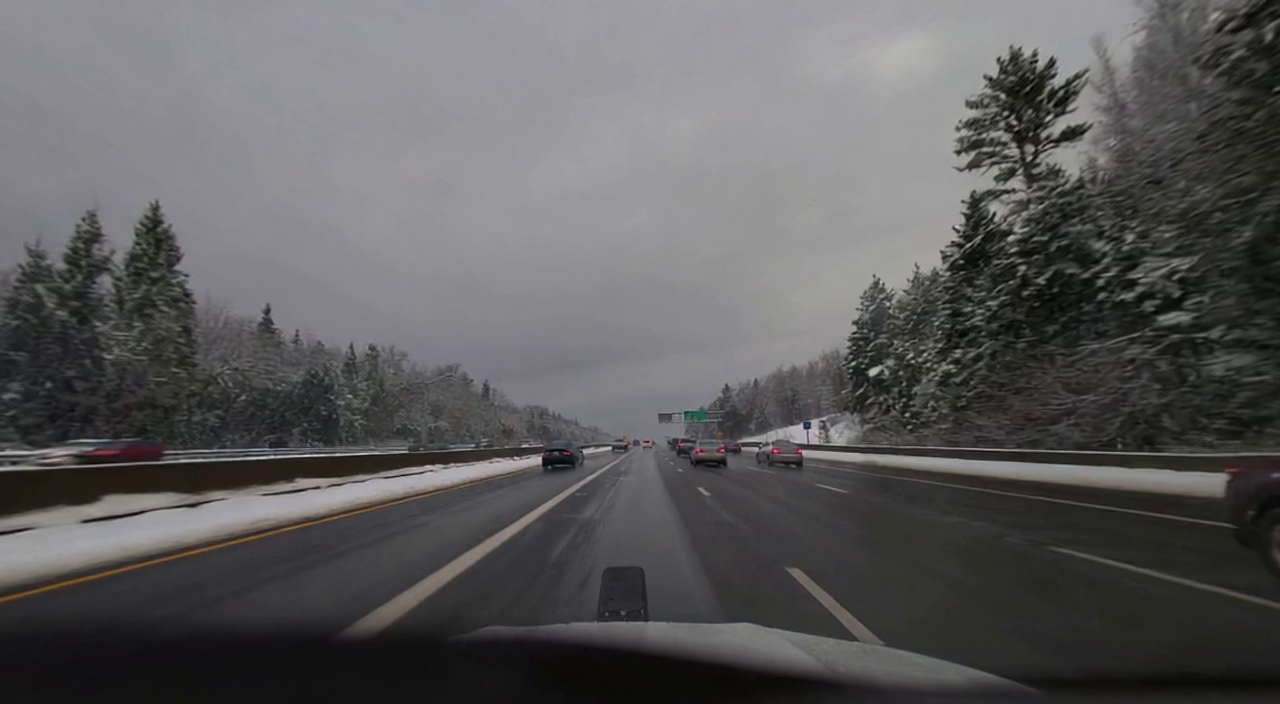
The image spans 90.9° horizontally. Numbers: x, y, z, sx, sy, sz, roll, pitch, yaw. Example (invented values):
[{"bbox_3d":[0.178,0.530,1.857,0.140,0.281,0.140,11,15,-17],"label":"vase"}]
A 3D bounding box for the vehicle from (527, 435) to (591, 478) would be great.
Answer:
[{"bbox_3d":[-3.447,4.532,27.625,2.106,1.682,4.395,-1,-8,2],"label":"vehicle"}]

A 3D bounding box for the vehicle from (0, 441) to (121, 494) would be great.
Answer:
[{"bbox_3d":[-18.777,3.570,19.842,1.650,1.467,3.708,-1,-8,1],"label":"vehicle"}]

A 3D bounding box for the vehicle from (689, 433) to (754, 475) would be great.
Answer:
[{"bbox_3d":[3.436,4.401,27.429,2.146,1.639,4.475,0,-8,-1],"label":"vehicle"}]

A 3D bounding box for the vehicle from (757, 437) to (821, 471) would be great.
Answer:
[{"bbox_3d":[7.294,5.019,31.369,1.988,1.518,4.856,0,-8,0],"label":"vehicle"}]
